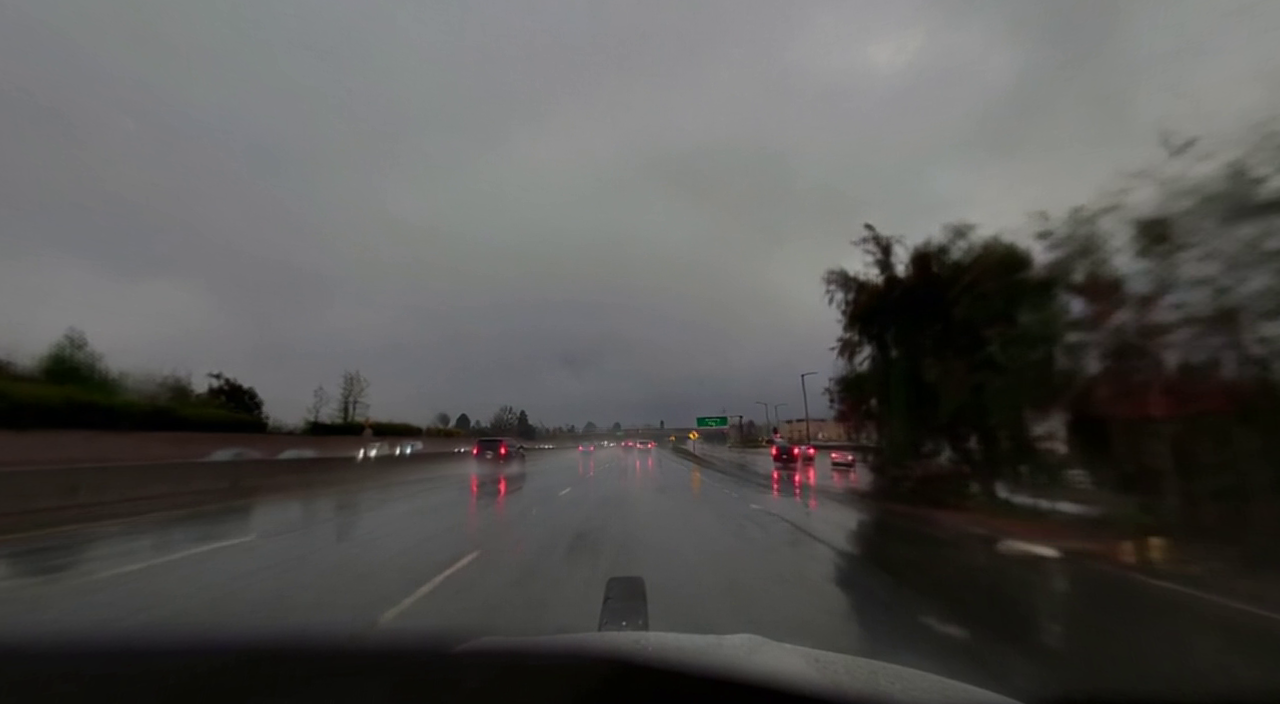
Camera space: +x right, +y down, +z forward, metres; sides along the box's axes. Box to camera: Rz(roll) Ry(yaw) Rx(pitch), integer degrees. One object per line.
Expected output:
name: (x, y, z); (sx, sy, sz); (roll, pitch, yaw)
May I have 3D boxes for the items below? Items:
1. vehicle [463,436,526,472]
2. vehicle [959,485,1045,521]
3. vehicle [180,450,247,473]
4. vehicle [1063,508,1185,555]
vehicle: (-7.222, 5.103, 31.719); (2.088, 1.678, 4.426); (0, -8, 0)
vehicle: (21.407, 8.898, 37.542); (2.008, 1.658, 4.776); (0, -8, -5)
vehicle: (-31.454, 8.046, 46.666); (1.868, 1.536, 4.251); (0, -8, 1)
vehicle: (22.164, 8.209, 29.162); (1.790, 1.475, 4.520); (0, -8, -4)
